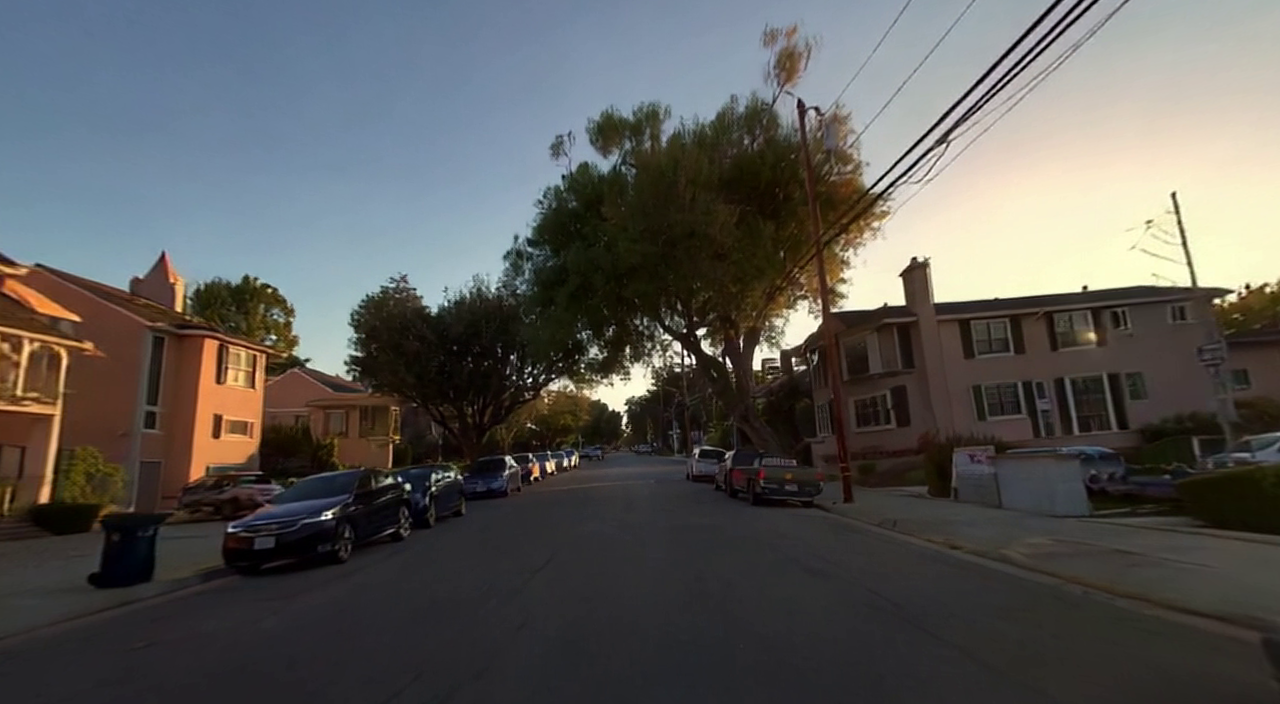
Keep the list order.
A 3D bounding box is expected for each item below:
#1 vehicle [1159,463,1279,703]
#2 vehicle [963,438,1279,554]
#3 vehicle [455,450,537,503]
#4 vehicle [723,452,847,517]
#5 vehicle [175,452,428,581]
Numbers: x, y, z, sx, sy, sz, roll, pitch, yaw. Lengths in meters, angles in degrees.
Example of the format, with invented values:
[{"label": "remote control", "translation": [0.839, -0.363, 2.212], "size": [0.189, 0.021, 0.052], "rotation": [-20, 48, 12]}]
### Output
[{"label": "vehicle", "translation": [4.076, 0.886, 1.154], "size": [2.057, 1.511, 4.858], "rotation": [-4, -11, 0]}, {"label": "vehicle", "translation": [7.811, 2.125, 9.688], "size": [4.546, 1.537, 2.076], "rotation": [-1, -9, 2]}, {"label": "vehicle", "translation": [-5.930, 5.164, 26.819], "size": [2.184, 1.958, 5.757], "rotation": [0, -9, -1]}, {"label": "vehicle", "translation": [3.808, 3.563, 17.607], "size": [2.174, 1.504, 4.809], "rotation": [0, -9, -2]}, {"label": "vehicle", "translation": [-5.385, 2.607, 10.926], "size": [2.032, 1.716, 4.382], "rotation": [0, -9, -2]}]
